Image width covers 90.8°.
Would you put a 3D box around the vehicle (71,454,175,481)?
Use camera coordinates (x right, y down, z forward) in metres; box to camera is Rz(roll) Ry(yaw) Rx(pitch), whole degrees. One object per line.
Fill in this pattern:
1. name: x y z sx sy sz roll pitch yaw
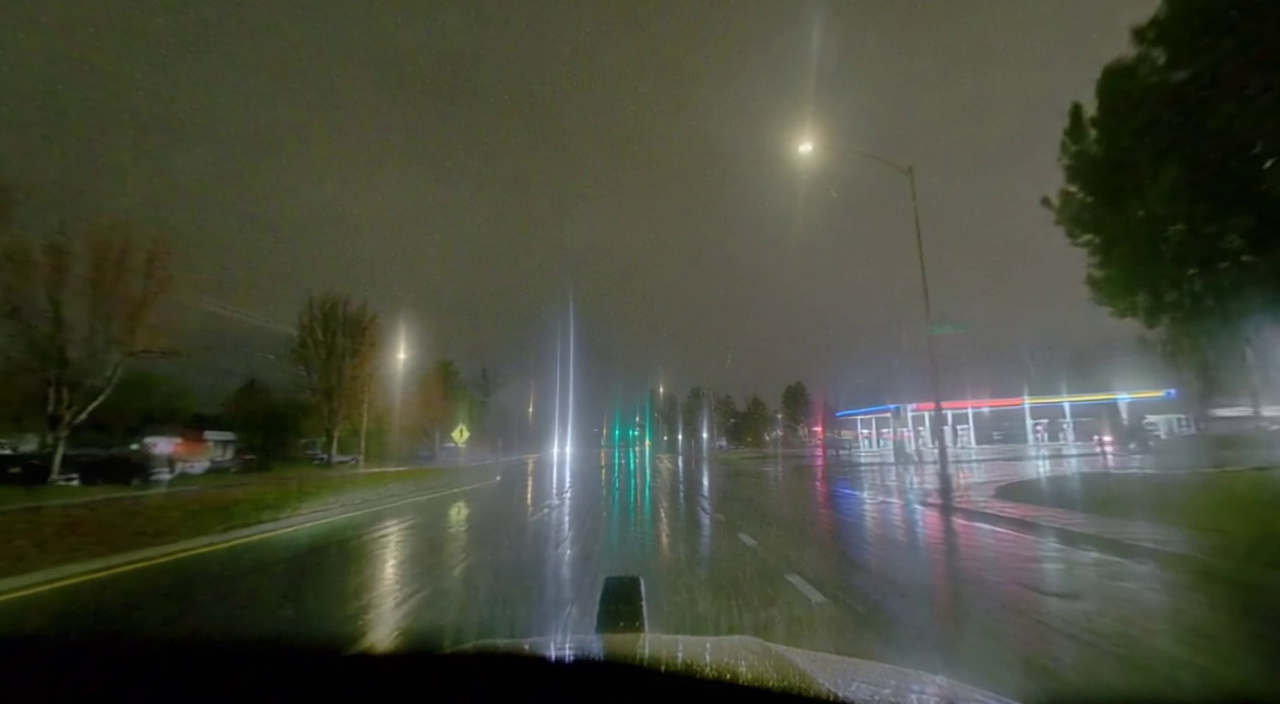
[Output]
1. vehicle: -30.907 6.900 37.895 4.274 1.491 2.110 0 -8 -4

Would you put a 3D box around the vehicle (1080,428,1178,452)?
1. vehicle: 31.135 5.632 40.329 4.549 1.476 1.952 0 -8 1

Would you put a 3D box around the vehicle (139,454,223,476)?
1. vehicle: -31.338 7.721 43.194 4.287 1.432 1.794 0 -8 -1
